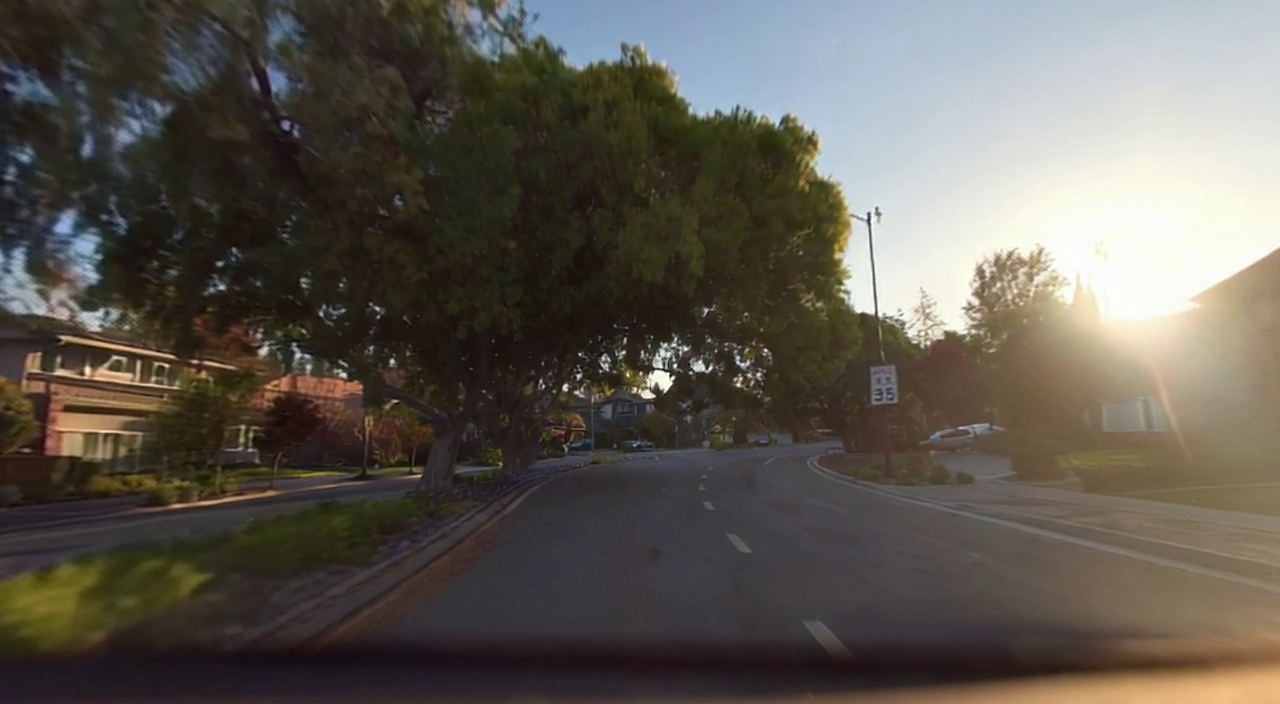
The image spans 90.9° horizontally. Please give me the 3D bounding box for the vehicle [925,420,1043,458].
[{"bbox_3d":[16.992,4.359,31.401,4.766,1.789,1.939,-3,-9,17],"label":"vehicle"}]

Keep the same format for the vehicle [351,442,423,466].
[{"bbox_3d":[-17.267,6.939,43.031,4.110,1.605,1.968,-2,-9,15],"label":"vehicle"}]
